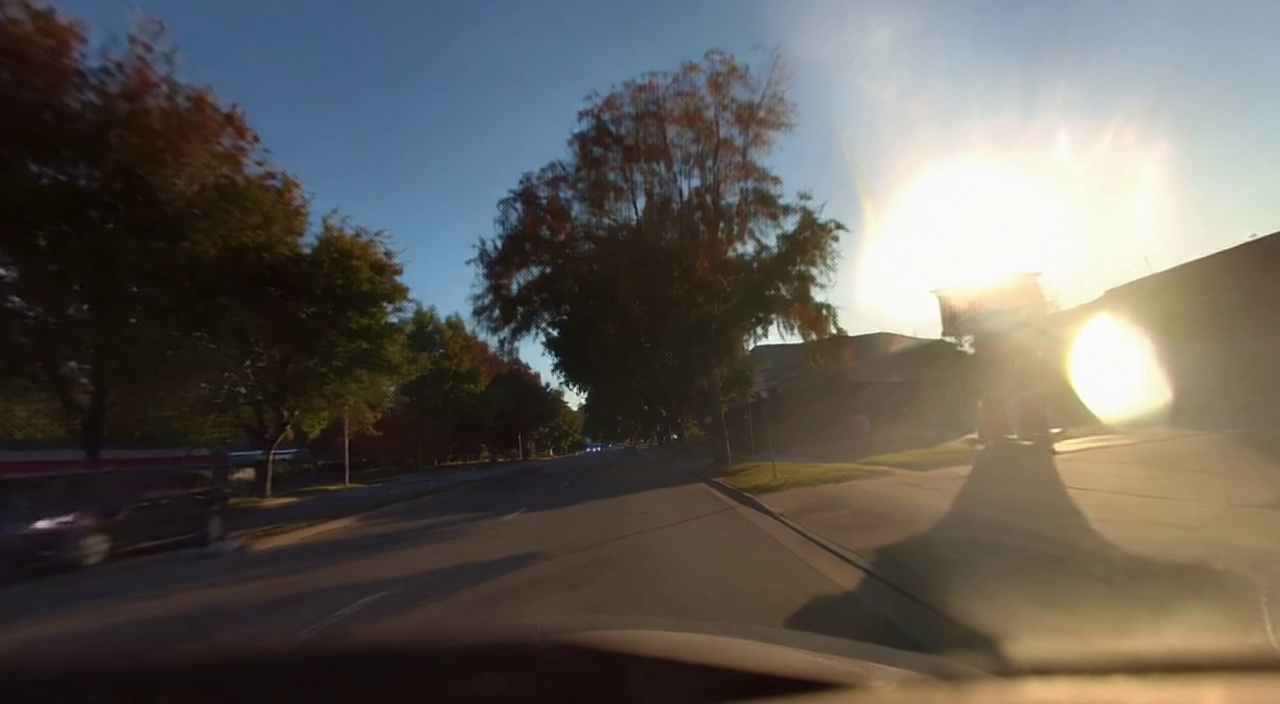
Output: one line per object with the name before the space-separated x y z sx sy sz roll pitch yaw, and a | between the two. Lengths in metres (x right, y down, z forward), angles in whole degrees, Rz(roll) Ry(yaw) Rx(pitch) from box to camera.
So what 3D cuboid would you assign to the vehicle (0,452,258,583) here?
vehicle | -8.892 2.641 10.978 2.050 1.721 4.369 0 -8 -5
